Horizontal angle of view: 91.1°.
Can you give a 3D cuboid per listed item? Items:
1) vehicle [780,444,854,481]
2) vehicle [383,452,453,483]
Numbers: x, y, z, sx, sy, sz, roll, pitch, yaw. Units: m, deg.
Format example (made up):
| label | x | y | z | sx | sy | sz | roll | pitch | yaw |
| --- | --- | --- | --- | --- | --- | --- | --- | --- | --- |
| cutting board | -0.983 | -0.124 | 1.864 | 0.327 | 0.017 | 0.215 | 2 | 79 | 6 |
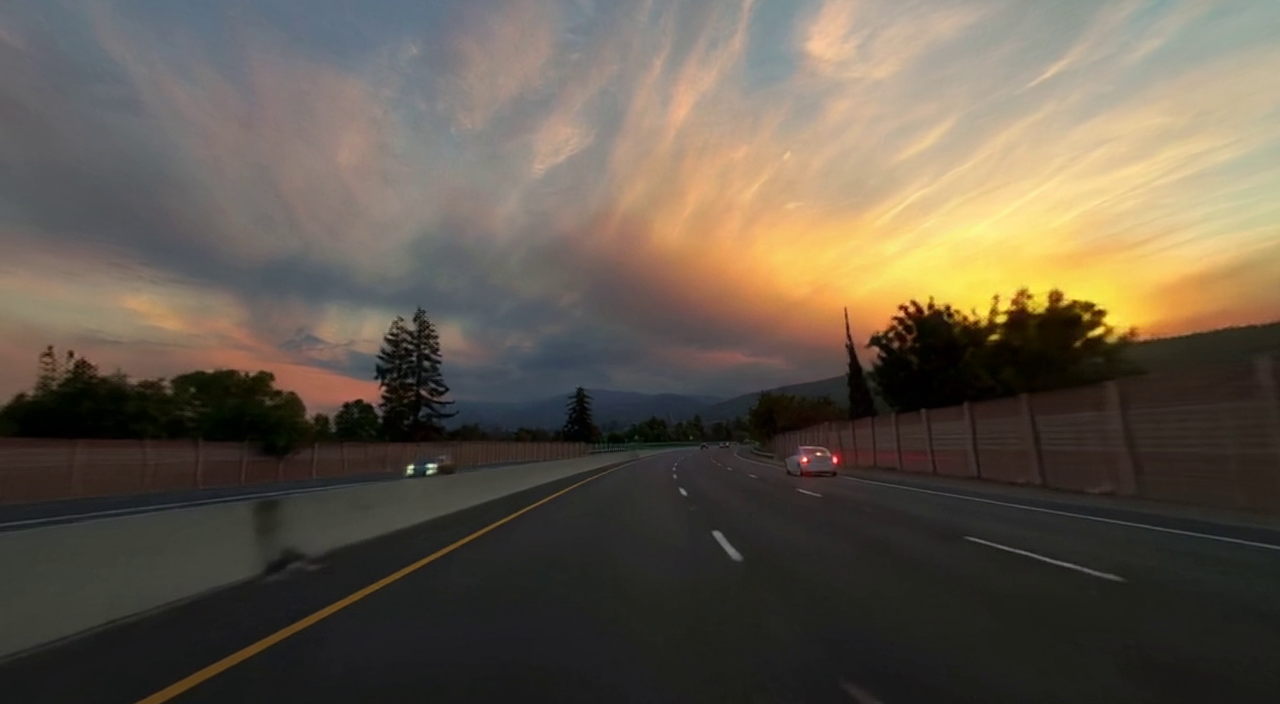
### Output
| label | x | y | z | sx | sy | sz | roll | pitch | yaw |
| --- | --- | --- | --- | --- | --- | --- | --- | --- | --- |
| vehicle | 7.896 | 4.966 | 28.489 | 1.983 | 1.486 | 4.545 | 0 | -9 | 0 |
| vehicle | -12.261 | 6.390 | 35.085 | 2.061 | 1.520 | 4.669 | -1 | -9 | 2 |
